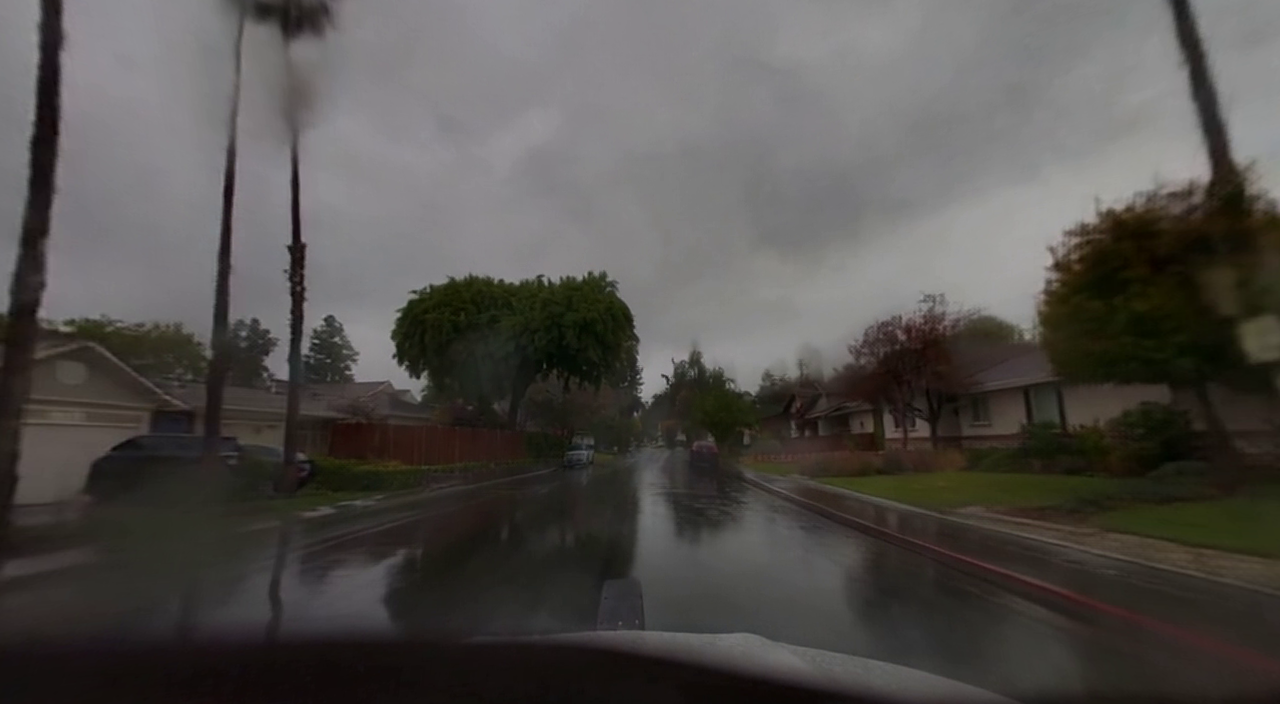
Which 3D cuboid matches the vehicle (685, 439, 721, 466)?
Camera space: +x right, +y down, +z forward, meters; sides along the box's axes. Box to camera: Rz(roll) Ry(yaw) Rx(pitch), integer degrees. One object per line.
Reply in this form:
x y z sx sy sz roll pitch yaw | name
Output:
4.328 7.000 43.871 2.176 1.762 4.622 0 -8 1 | vehicle

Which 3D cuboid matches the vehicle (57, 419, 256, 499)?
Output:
-13.846 3.146 18.289 3.918 1.719 1.988 -2 -21 -3 | vehicle
